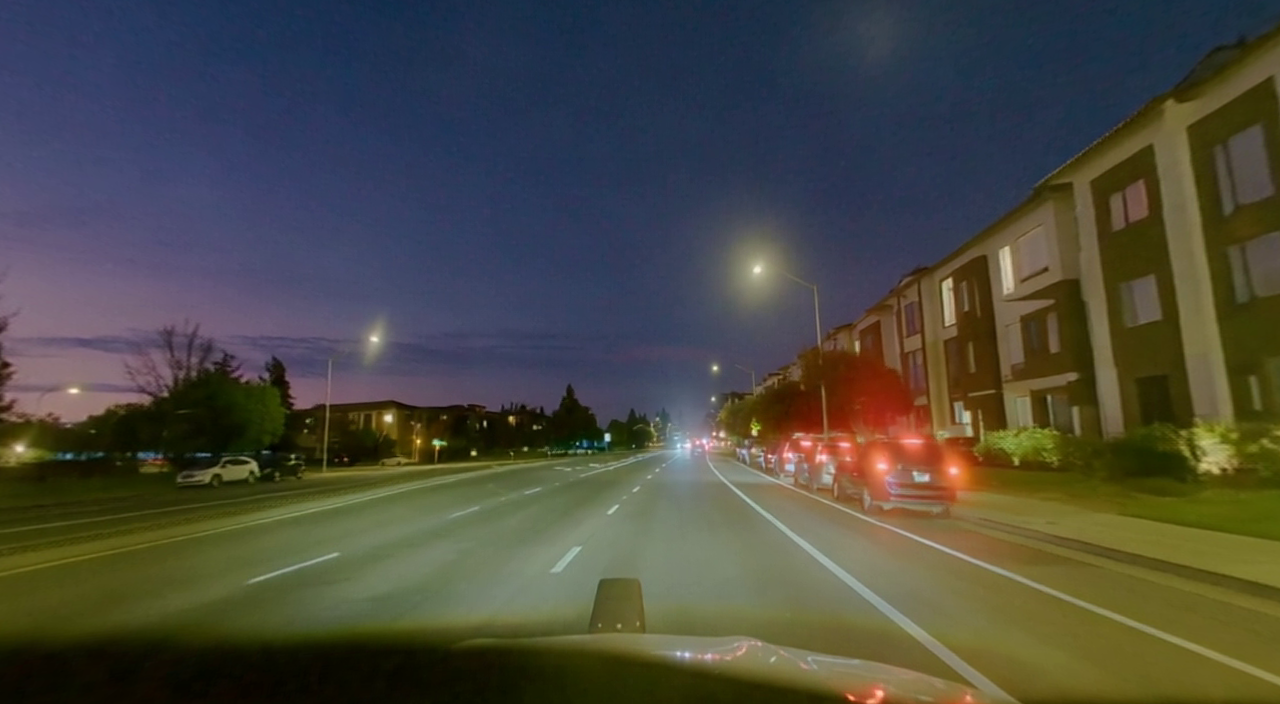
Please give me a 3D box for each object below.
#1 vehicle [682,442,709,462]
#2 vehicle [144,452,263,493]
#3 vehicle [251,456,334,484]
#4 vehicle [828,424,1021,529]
[{"bbox_3d":[4.402,7.801,49.484,2.011,1.480,4.170,-1,-8,6],"label":"vehicle"},{"bbox_3d":[-21.651,5.954,31.620,2.060,1.814,5.097,-1,-8,4],"label":"vehicle"},{"bbox_3d":[-20.789,7.061,37.968,1.909,1.451,4.757,-1,-8,6],"label":"vehicle"},{"bbox_3d":[5.152,2.289,12.143,2.011,1.649,4.001,-1,-8,3],"label":"vehicle"}]
